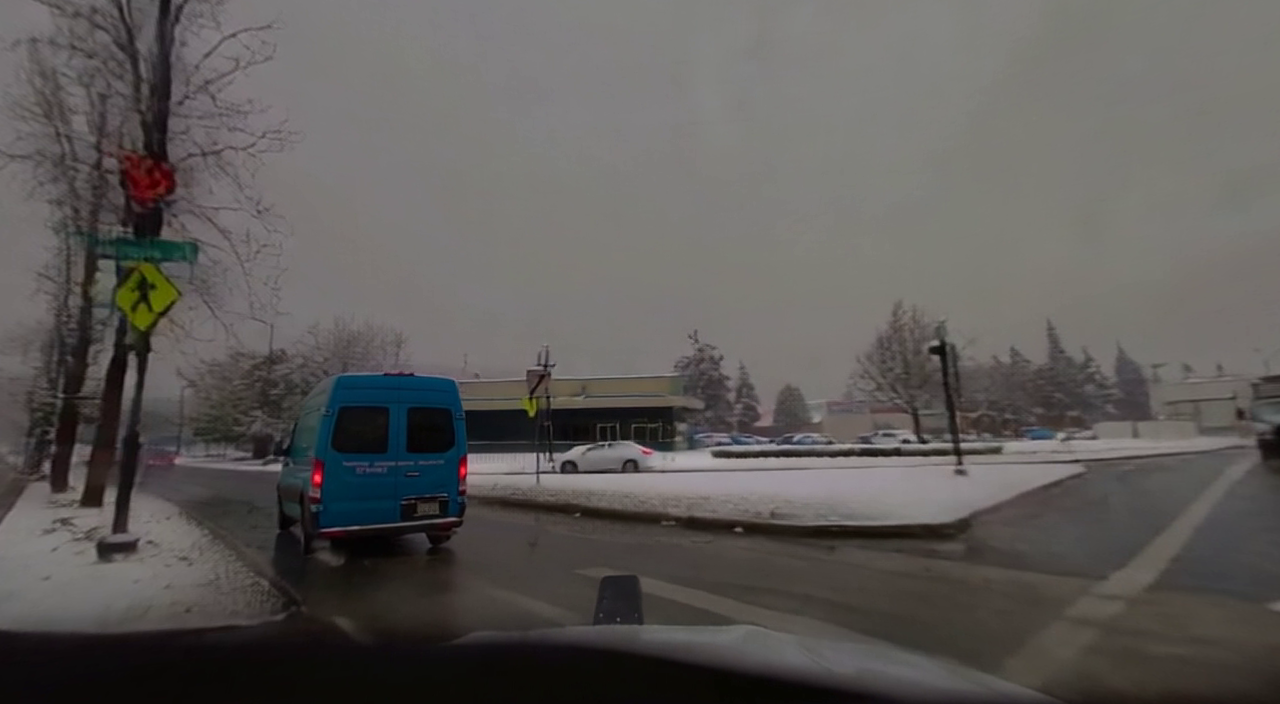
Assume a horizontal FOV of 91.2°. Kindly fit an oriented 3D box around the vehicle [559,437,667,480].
[{"bbox_3d":[-1.015,4.225,24.988,4.109,1.592,2.008,0,-9,0],"label":"vehicle"}]

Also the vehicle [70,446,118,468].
[{"bbox_3d":[-38.455,7.387,44.101,4.243,1.458,1.839,-8,-12,41],"label":"vehicle"}]

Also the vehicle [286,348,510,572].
[{"bbox_3d":[-4.320,1.712,10.444,2.432,2.624,5.670,5,-10,-30],"label":"vehicle"}]

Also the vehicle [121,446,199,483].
[{"bbox_3d":[-21.680,5.021,28.233,4.457,1.533,1.933,-8,-12,42],"label":"vehicle"}]
